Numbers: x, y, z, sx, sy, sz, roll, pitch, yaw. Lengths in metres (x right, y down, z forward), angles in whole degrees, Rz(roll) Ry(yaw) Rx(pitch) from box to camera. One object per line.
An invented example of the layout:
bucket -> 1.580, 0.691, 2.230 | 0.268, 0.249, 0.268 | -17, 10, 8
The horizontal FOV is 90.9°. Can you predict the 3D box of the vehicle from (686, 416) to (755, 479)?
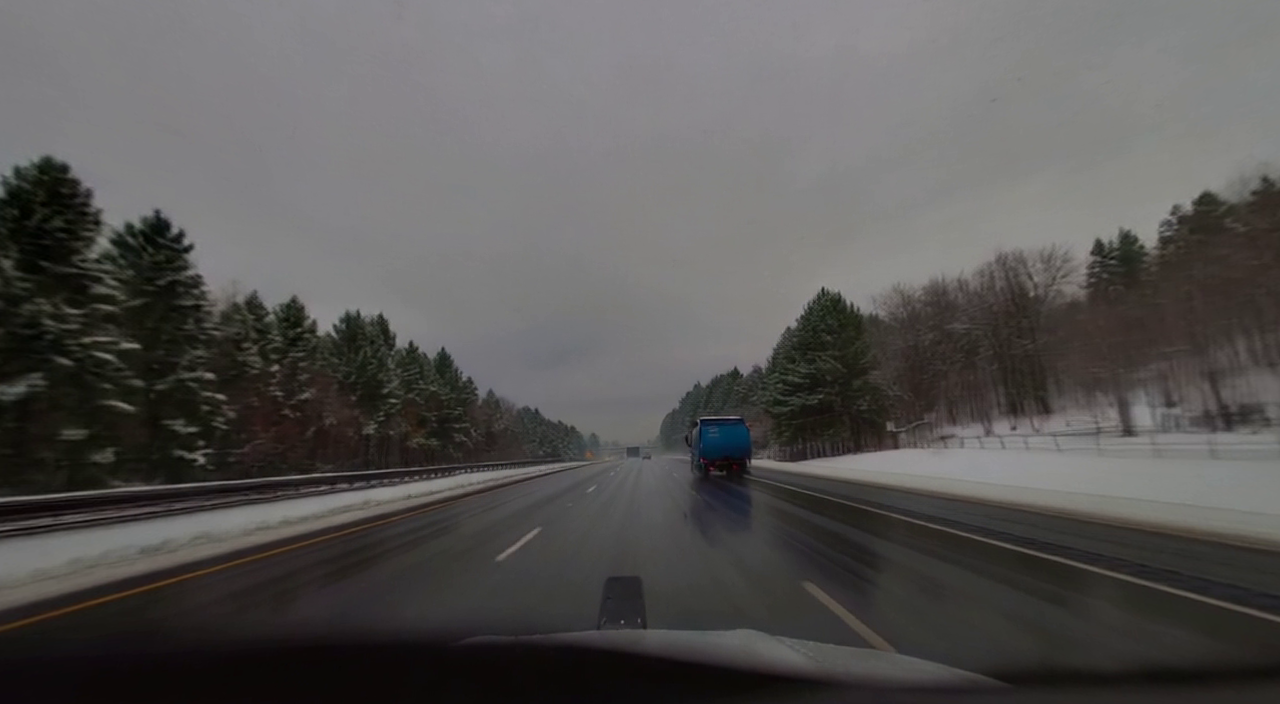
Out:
vehicle -> 3.844, 4.776, 31.492 | 2.572, 2.795, 5.978 | 0, -9, -1
